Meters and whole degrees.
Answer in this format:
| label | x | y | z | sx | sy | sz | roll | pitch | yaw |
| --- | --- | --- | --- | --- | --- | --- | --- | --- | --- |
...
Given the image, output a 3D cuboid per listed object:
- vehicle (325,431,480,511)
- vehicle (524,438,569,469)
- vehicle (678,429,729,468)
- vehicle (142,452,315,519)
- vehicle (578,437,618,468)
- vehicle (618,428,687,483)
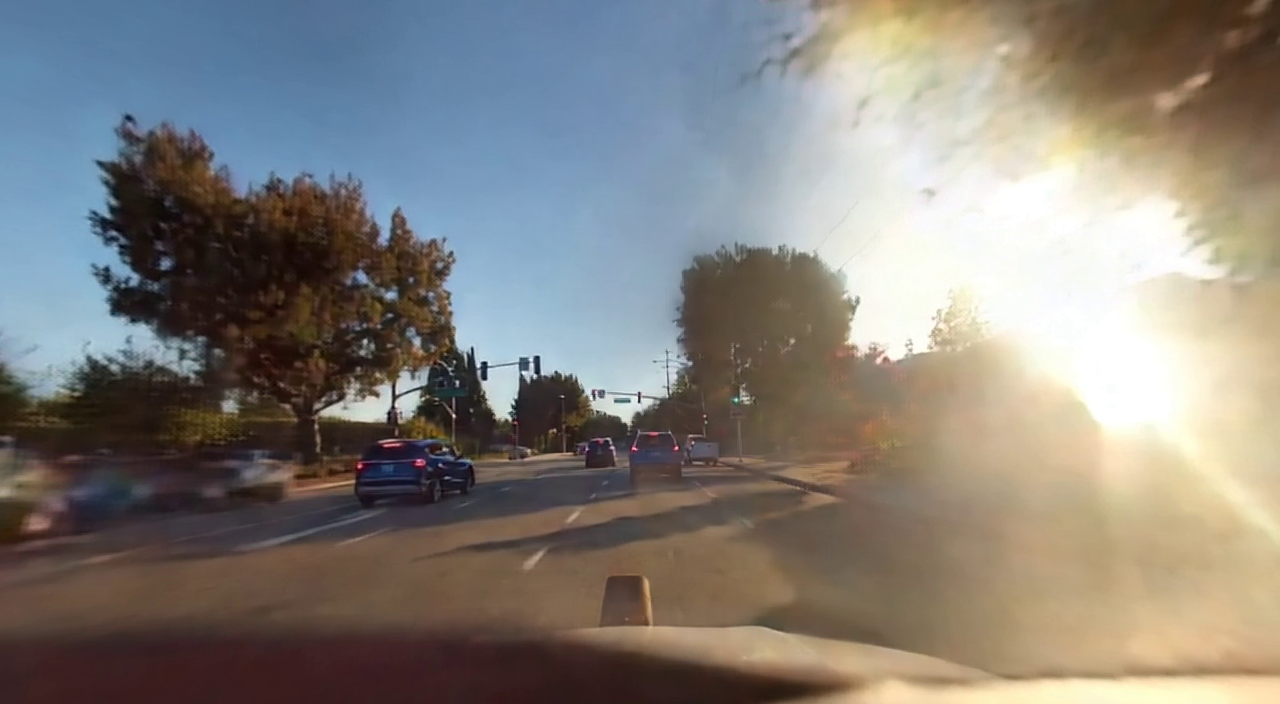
| label | x | y | z | sx | sy | sz | roll | pitch | yaw |
| --- | --- | --- | --- | --- | --- | --- | --- | --- | --- |
| vehicle | -5.614 | 2.863 | 15.641 | 2.052 | 1.664 | 4.476 | 0 | -9 | 1 |
| vehicle | -5.498 | 6.052 | 37.619 | 2.108 | 1.689 | 4.316 | 0 | -9 | -2 |
| vehicle | 3.539 | 5.569 | 36.404 | 2.338 | 2.063 | 5.672 | 0 | -9 | 0 |
| vehicle | -11.717 | 3.779 | 18.454 | 1.924 | 1.533 | 4.714 | -5 | -9 | 1 |
| vehicle | -2.421 | 5.935 | 37.287 | 2.058 | 1.659 | 4.514 | 0 | -9 | 0 |
| vehicle | 0.422 | 3.704 | 22.749 | 2.235 | 1.778 | 4.178 | 0 | -9 | 1 |
